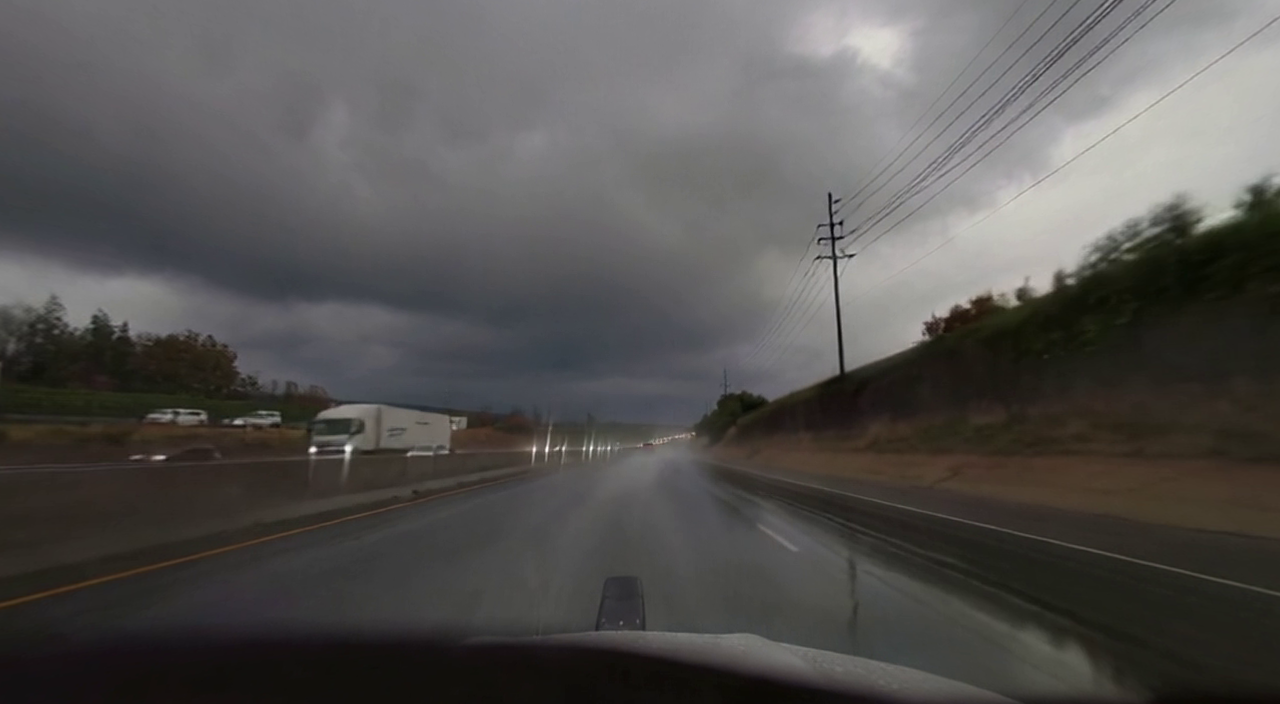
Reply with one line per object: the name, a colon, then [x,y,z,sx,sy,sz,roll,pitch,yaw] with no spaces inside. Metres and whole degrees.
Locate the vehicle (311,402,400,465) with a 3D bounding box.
vehicle: [-18.958,5.559,42.496,3.013,3.943,5.919,0,-9,1]
